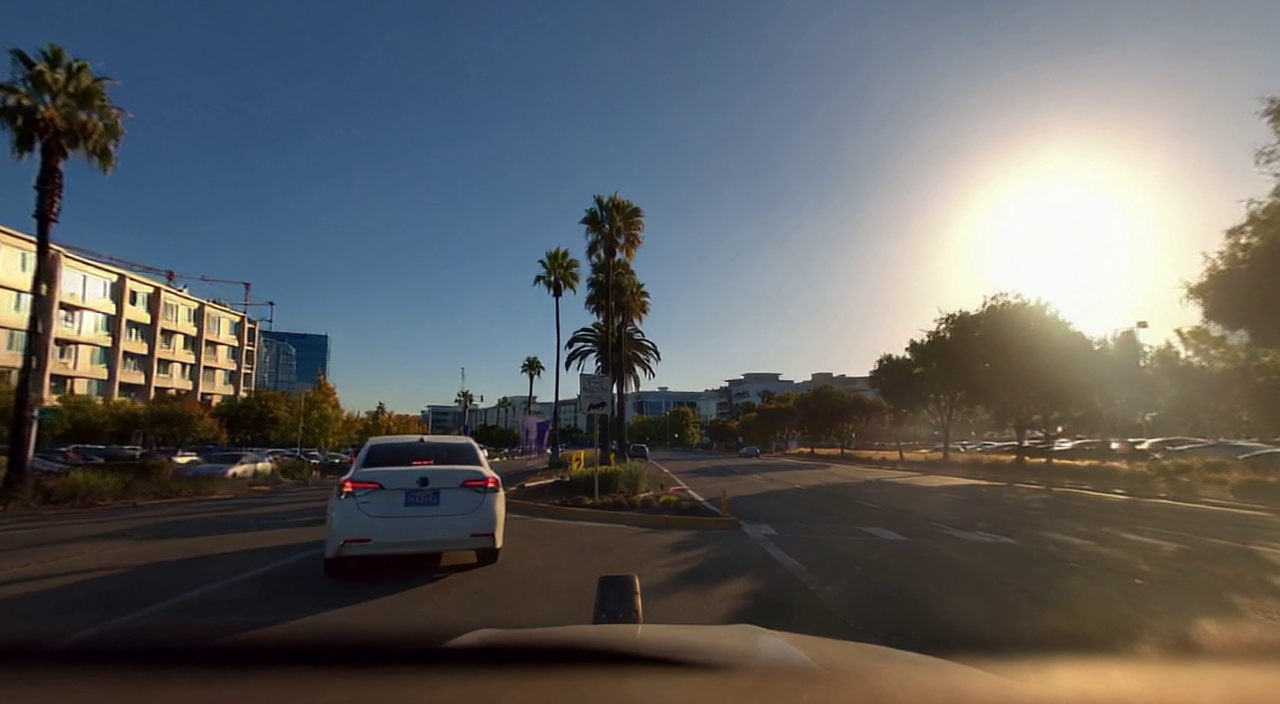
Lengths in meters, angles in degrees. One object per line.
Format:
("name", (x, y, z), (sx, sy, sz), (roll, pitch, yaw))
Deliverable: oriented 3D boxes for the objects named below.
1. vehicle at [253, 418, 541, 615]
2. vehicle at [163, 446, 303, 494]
("vehicle", (-3.023, 1.590, 7.194), (1.986, 1.473, 4.382), (6, -10, -34))
("vehicle", (-13.876, 4.001, 21.964), (2.099, 1.464, 4.615), (1, -8, -5))
